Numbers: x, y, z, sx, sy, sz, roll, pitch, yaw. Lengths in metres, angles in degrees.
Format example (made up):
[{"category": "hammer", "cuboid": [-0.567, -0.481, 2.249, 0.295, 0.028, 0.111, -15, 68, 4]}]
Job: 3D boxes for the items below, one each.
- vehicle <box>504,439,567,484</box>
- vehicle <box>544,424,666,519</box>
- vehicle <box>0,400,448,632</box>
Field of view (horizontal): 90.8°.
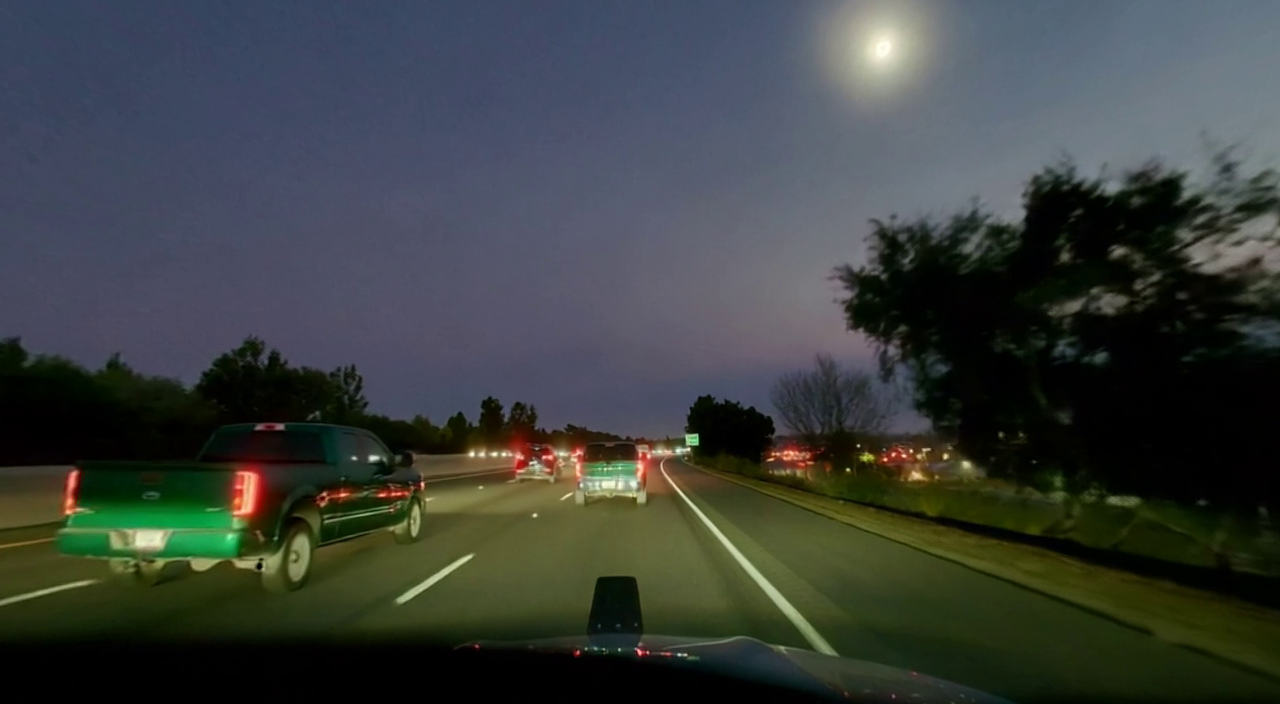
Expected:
[{"category": "vehicle", "cuboid": [-4.439, 4.737, 27.575, 1.991, 1.776, 4.333, 0, -8, 0]}, {"category": "vehicle", "cuboid": [-0.623, 2.573, 14.104, 2.293, 1.753, 4.380, 0, -8, 1]}, {"category": "vehicle", "cuboid": [-4.037, 1.597, 7.344, 2.038, 1.704, 5.181, 0, -8, -1]}]
